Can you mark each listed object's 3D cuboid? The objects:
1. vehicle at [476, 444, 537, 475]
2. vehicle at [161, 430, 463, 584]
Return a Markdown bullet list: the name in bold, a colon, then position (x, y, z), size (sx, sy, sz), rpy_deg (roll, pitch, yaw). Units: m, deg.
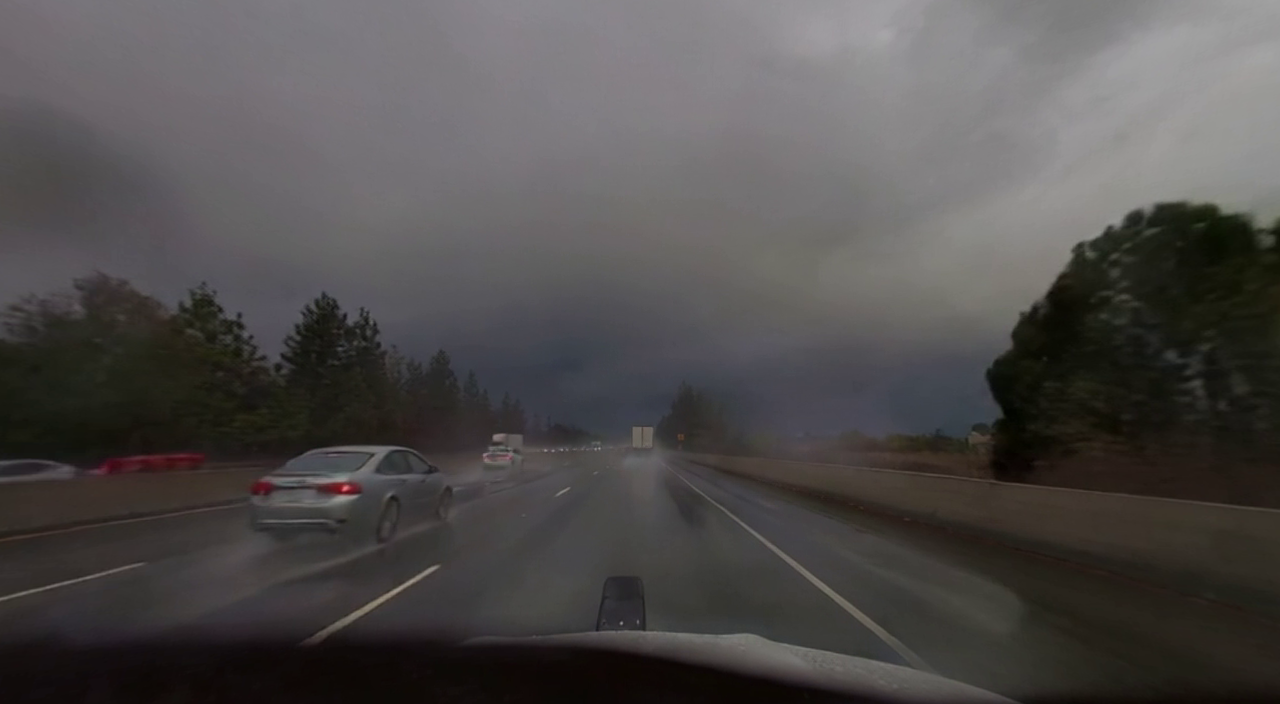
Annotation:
- **vehicle**: position (-7.297, 5.927, 34.982), size (2.179, 1.577, 5.070), rpy_deg (0, -9, 1)
- **vehicle**: position (-3.840, 1.850, 8.284), size (1.893, 1.521, 3.742), rpy_deg (0, -9, 1)
